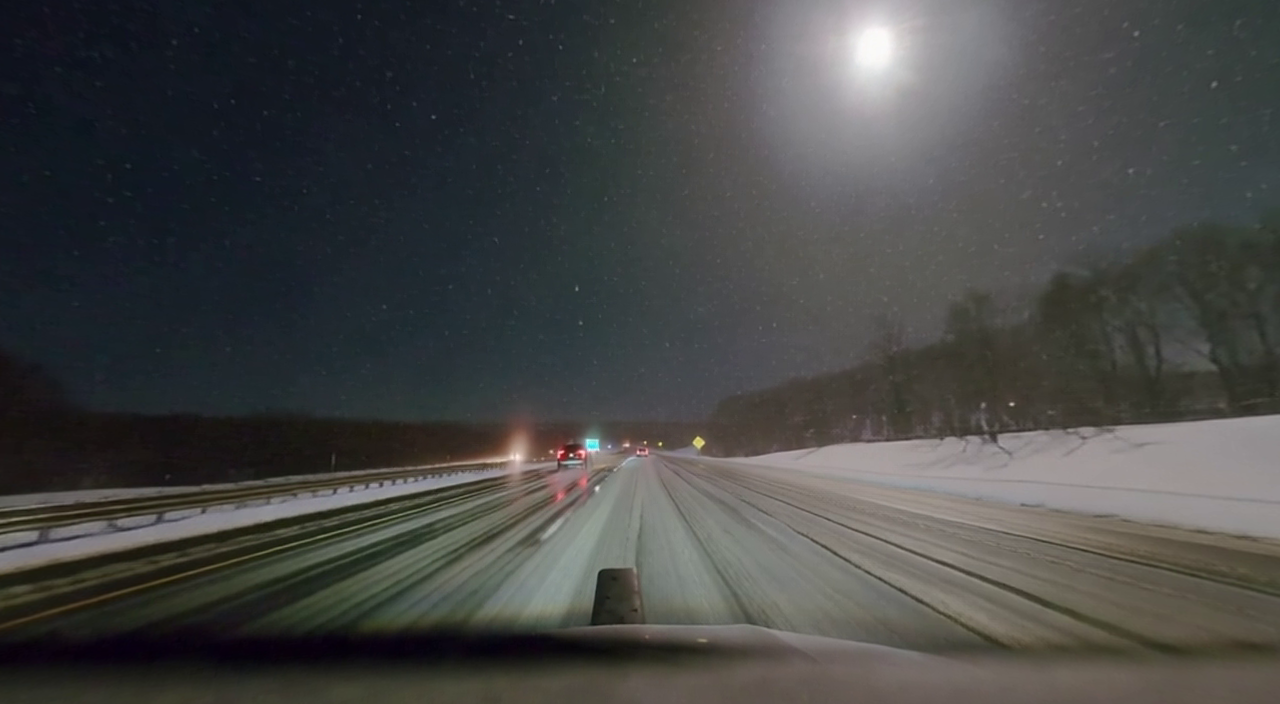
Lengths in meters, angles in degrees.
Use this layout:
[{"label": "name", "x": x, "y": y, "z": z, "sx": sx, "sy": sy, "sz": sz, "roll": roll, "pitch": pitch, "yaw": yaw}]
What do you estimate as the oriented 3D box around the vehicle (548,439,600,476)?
[{"label": "vehicle", "x": -3.247, "y": 5.275, "z": 31.737, "sx": 2.070, "sy": 1.707, "sz": 4.309, "roll": 0, "pitch": -9, "yaw": 1}]
